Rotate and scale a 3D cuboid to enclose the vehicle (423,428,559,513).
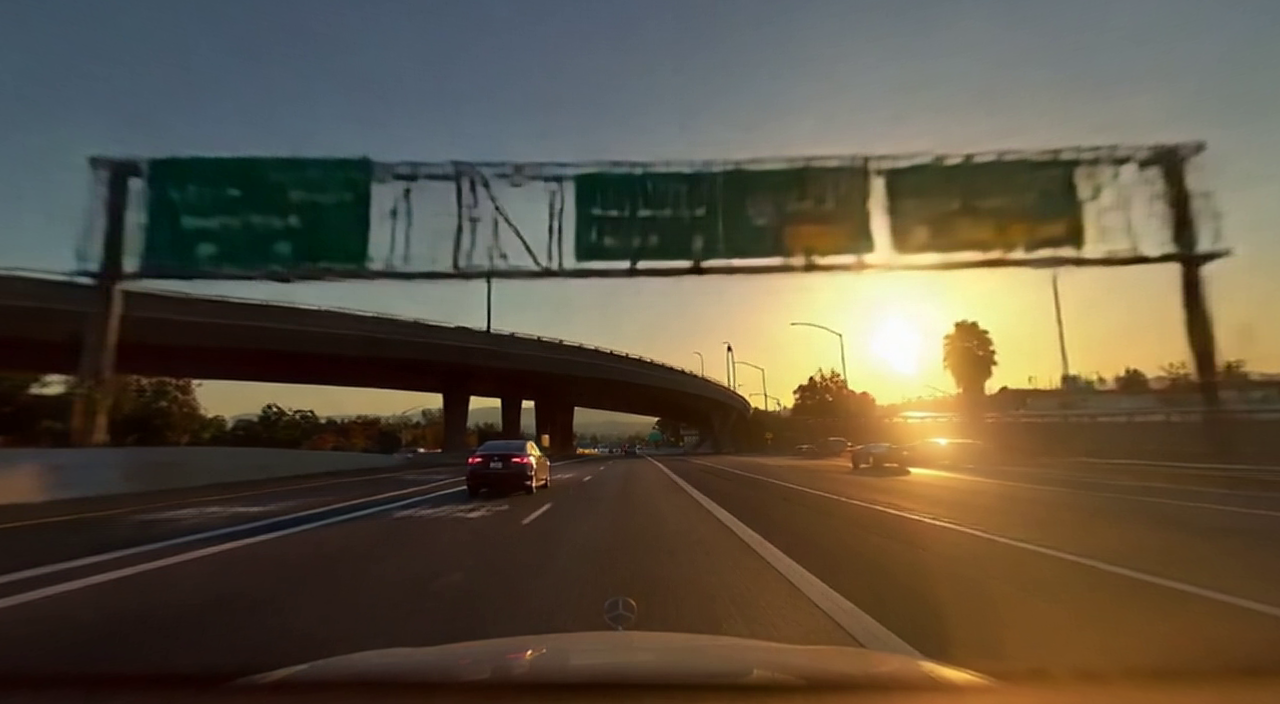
[{"bbox_3d":[-3.292,2.711,14.976,2.178,1.699,4.321,0,-8,-1],"label":"vehicle"}]
